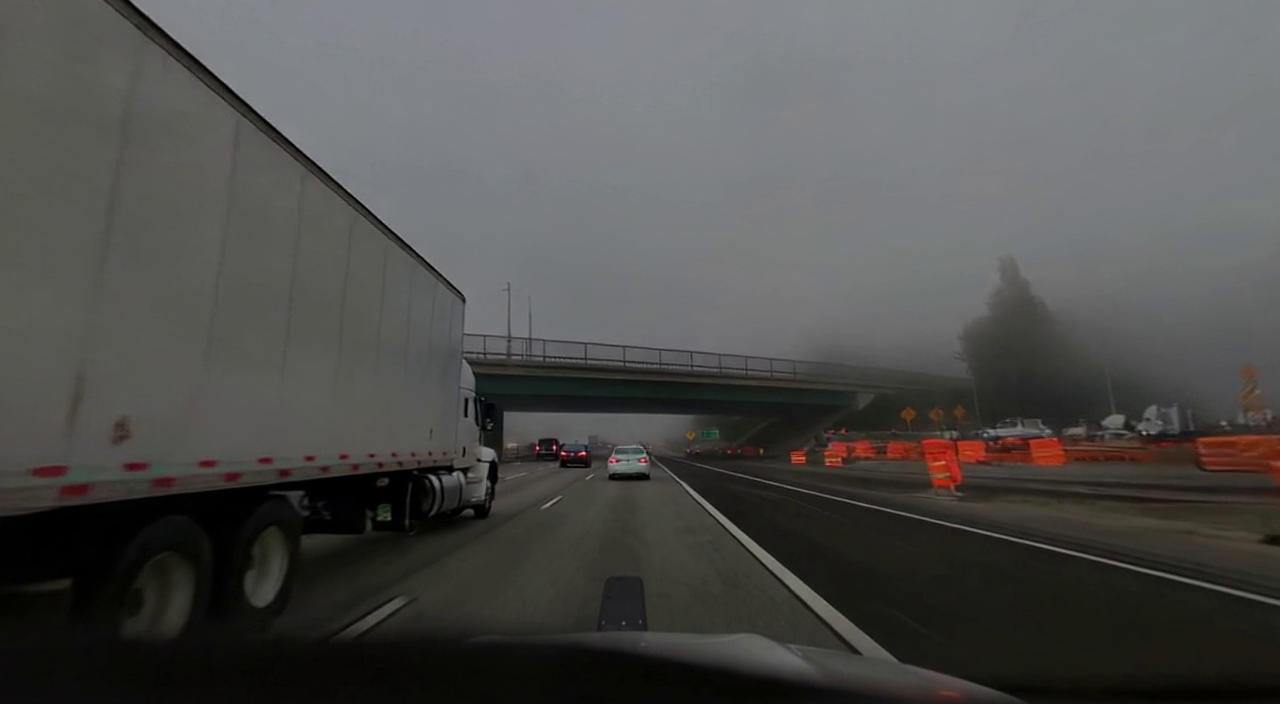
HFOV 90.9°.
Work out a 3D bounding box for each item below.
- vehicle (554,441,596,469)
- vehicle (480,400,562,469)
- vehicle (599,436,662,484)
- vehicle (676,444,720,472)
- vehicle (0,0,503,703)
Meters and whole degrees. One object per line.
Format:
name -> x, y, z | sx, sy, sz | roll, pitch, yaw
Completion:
vehicle -> -4.018, 6.460, 39.662 | 2.124, 1.639, 4.344 | 0, -8, 1
vehicle -> -7.328, 5.430, 40.847 | 2.959, 3.886, 10.574 | 0, -8, 2
vehicle -> -0.366, 4.198, 24.872 | 2.270, 1.696, 4.061 | 0, -8, 0
vehicle -> 3.213, 5.944, 35.585 | 2.003, 1.465, 4.092 | 0, -8, -1
vehicle -> -3.746, 0.389, 4.395 | 3.075, 3.276, 11.073 | 0, -8, 0
